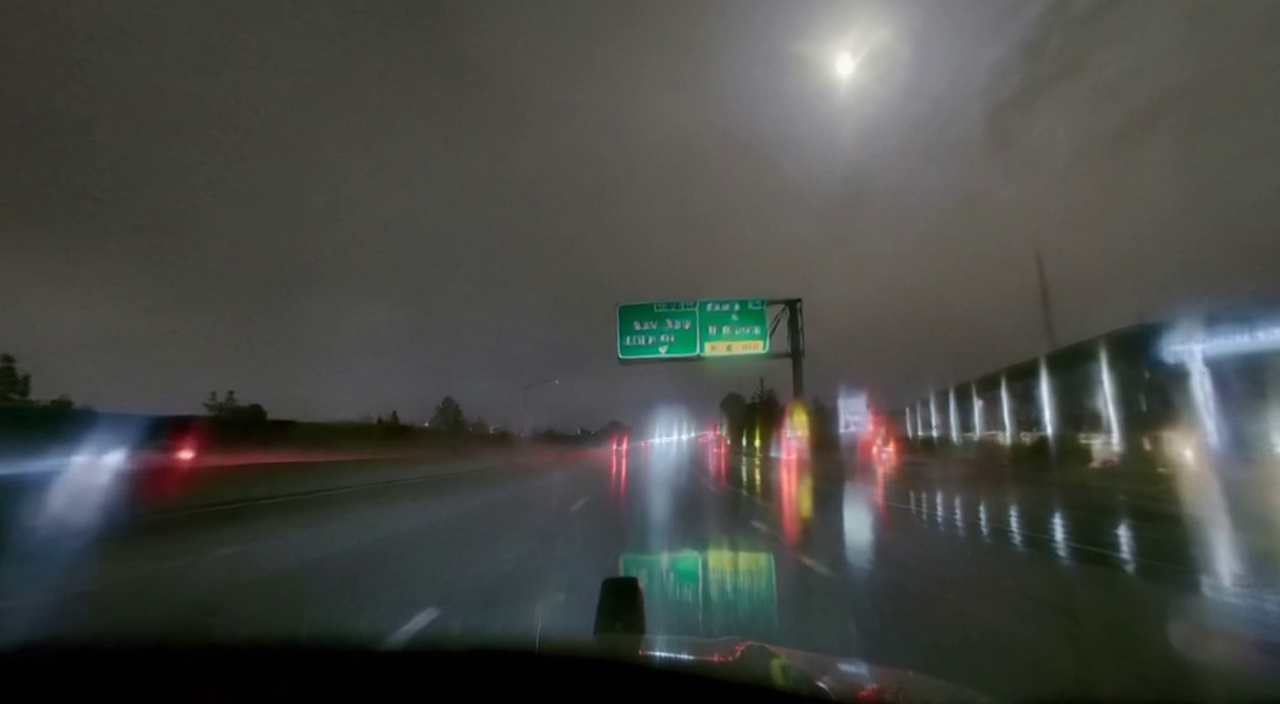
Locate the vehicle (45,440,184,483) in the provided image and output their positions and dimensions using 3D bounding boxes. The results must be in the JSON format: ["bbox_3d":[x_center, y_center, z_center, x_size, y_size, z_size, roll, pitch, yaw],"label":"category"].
[{"bbox_3d":[-22.890,4.761,27.717,1.943,1.701,4.638,-1,-9,3],"label":"vehicle"}]
